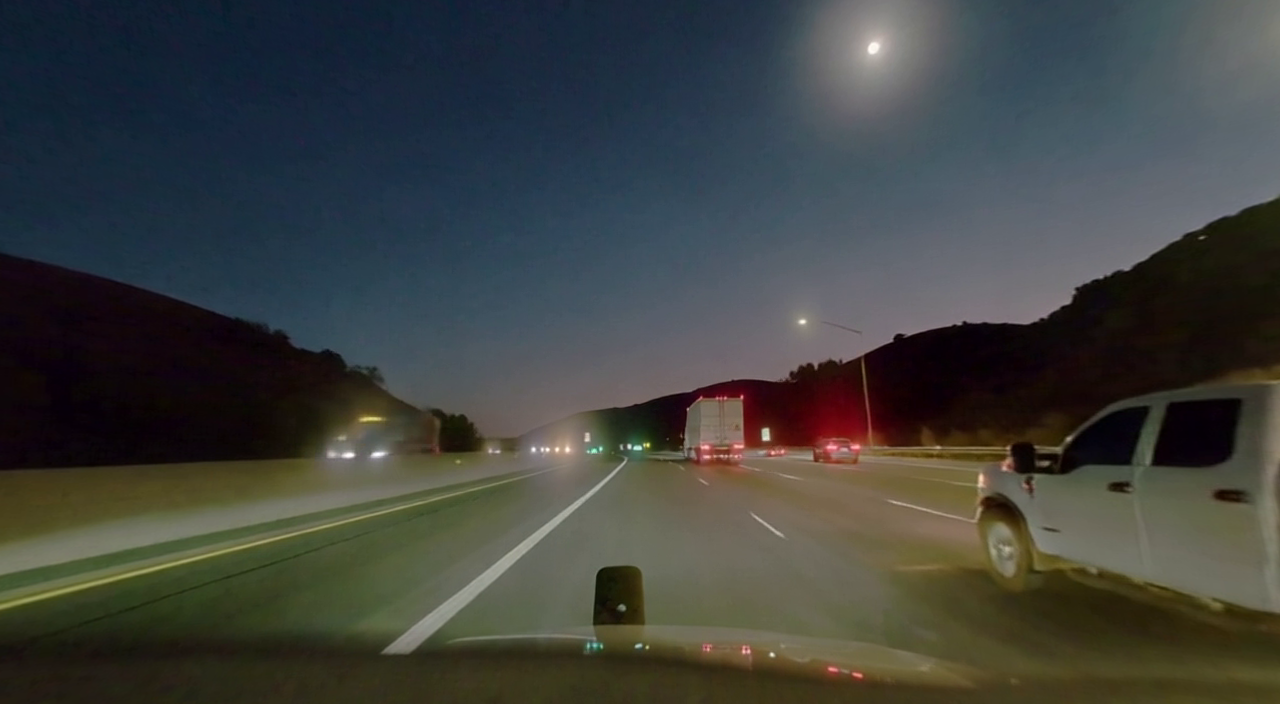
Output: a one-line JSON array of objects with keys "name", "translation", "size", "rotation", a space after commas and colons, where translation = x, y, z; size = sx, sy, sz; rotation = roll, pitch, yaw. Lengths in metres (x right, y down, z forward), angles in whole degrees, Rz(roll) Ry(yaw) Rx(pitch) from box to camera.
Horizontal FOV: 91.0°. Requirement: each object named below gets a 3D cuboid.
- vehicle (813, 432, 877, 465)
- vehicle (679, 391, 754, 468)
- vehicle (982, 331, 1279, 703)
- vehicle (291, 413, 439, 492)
[{"name": "vehicle", "translation": [11.681, 5.553, 36.240], "size": [2.046, 1.741, 4.769], "rotation": [0, -9, -1]}, {"name": "vehicle", "translation": [4.304, 4.839, 38.190], "size": [3.049, 3.968, 10.706], "rotation": [0, -9, -1]}, {"name": "vehicle", "translation": [3.811, 0.816, 2.914], "size": [2.055, 1.737, 4.224], "rotation": [0, -9, 0]}, {"name": "vehicle", "translation": [-8.973, 3.381, 21.356], "size": [2.318, 2.271, 5.847], "rotation": [0, -9, 0]}]
